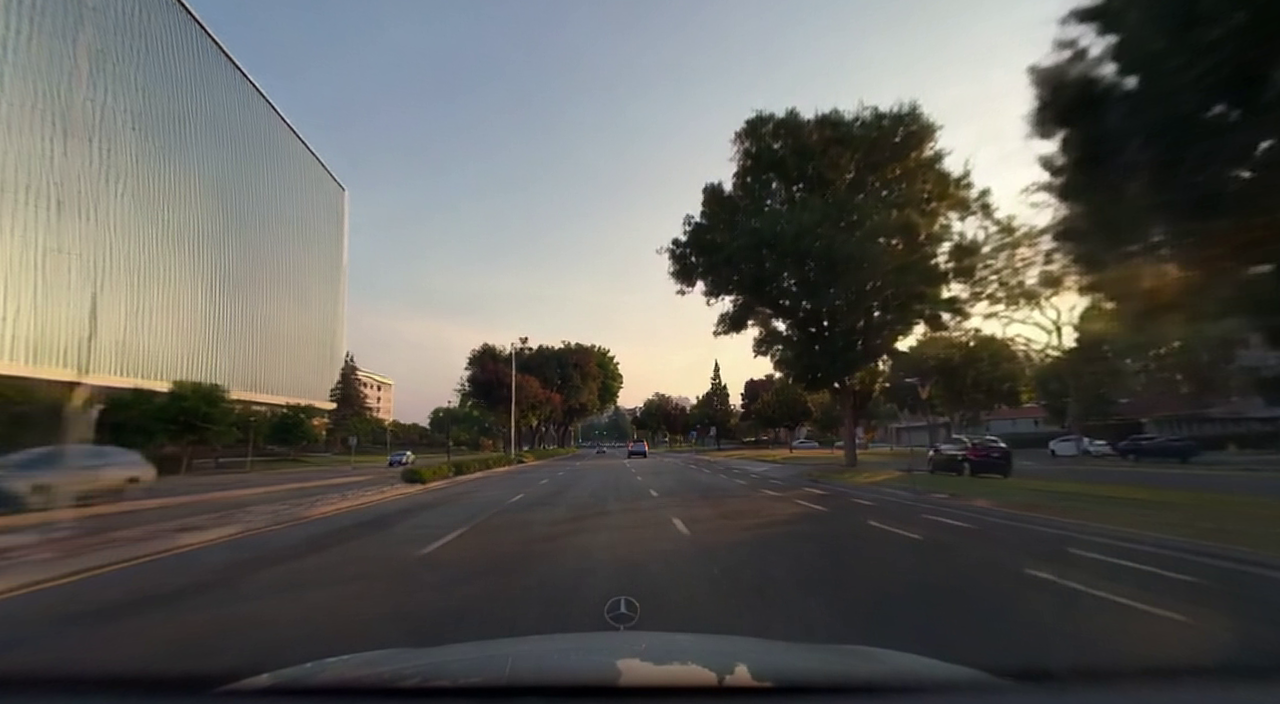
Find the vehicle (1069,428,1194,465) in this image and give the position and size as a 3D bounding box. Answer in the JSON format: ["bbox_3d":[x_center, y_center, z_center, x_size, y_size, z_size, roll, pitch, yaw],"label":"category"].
[{"bbox_3d":[24.715,4.767,31.893,4.463,1.786,2.110,0,-8,-1],"label":"vehicle"}]

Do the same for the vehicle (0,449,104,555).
[{"bbox_3d":[-9.387,1.982,8.295,1.792,1.383,3.360,0,-8,-3],"label":"vehicle"}]

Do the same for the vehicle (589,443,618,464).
[{"bbox_3d":[-2.726,7.545,47.047,2.080,1.445,4.096,0,-8,-3],"label":"vehicle"}]

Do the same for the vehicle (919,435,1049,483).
[{"bbox_3d":[12.349,3.856,23.107,2.024,1.575,4.498,0,-8,-3],"label":"vehicle"}]
